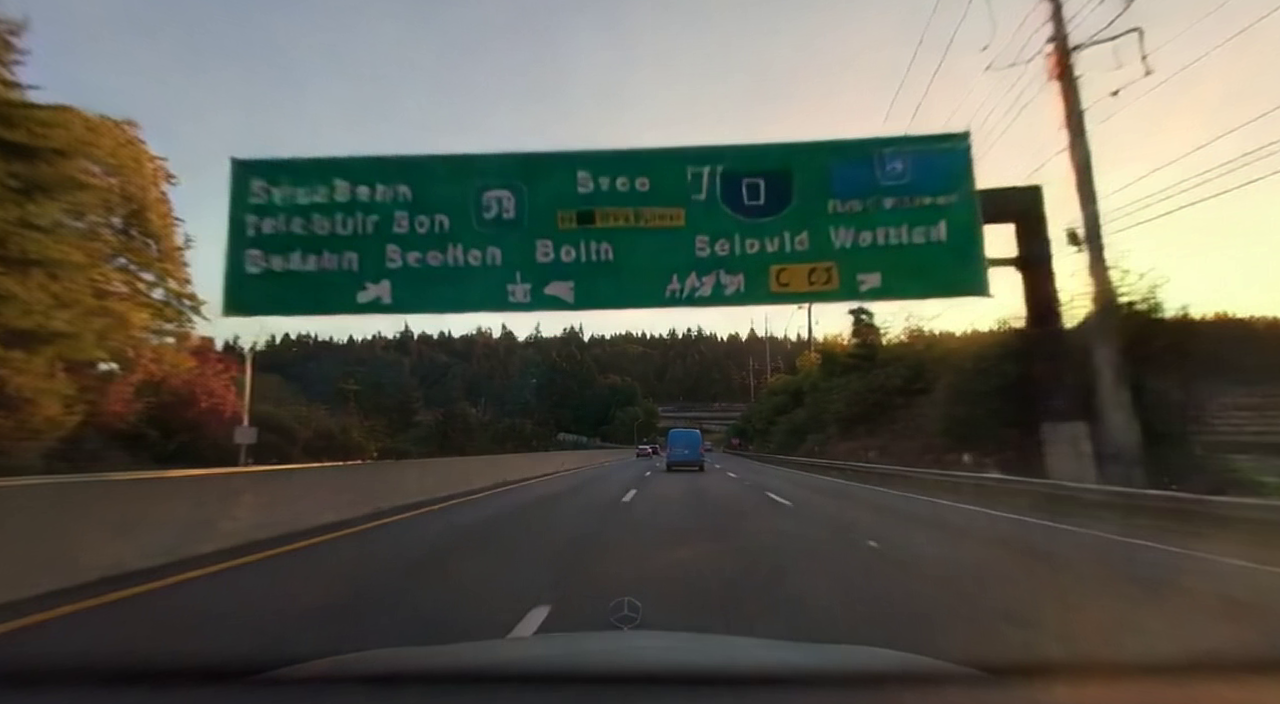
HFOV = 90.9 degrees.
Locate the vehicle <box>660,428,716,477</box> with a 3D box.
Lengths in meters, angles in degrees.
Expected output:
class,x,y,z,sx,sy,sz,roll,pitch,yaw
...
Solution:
class,x,y,z,sx,sy,sz,roll,pitch,yaw
vehicle,2.109,4.522,28.403,2.261,1.969,5.104,0,-9,3
